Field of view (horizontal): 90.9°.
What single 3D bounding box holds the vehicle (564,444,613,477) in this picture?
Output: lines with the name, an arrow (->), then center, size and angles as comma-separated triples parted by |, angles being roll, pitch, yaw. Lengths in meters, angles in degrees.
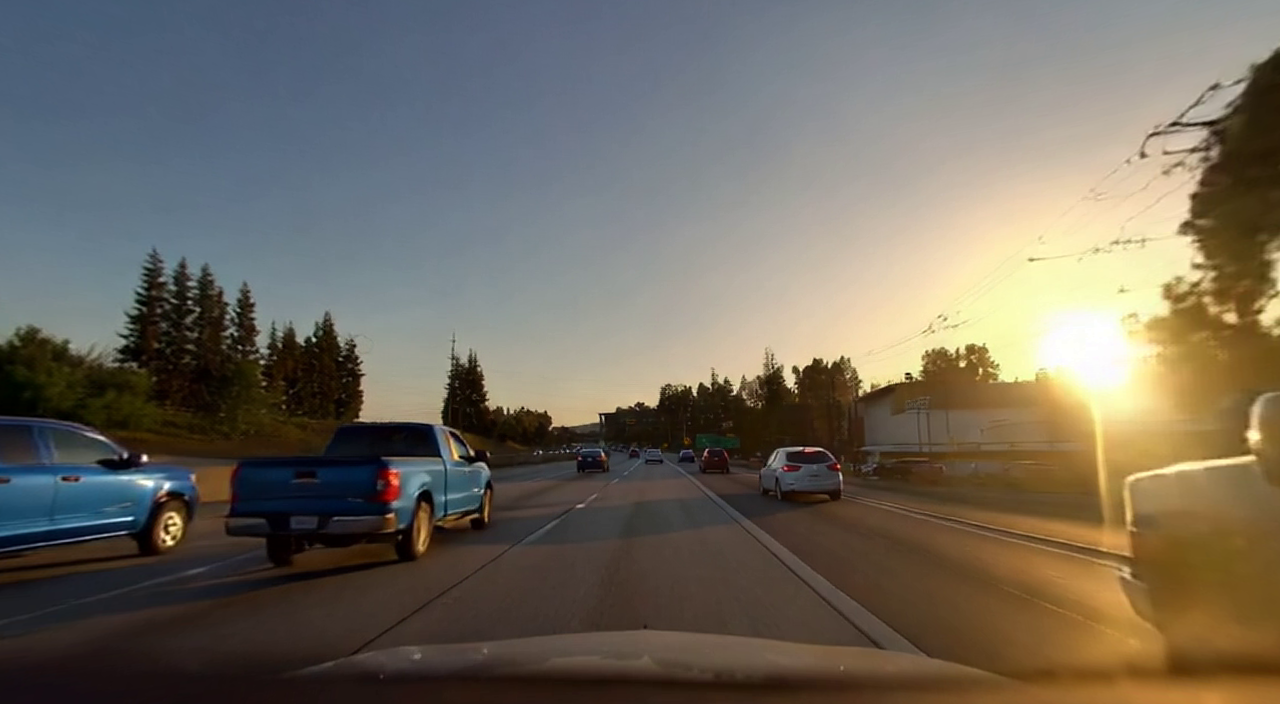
vehicle -> -2.782, 5.988, 35.237 | 2.209, 1.714, 4.576 | 0, -8, 2

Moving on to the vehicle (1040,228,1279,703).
vehicle -> 3.752, 0.296, 0.170 | 3.024, 2.092, 6.797 | 0, -8, 2

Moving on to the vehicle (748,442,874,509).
vehicle -> 4.299, 3.168, 16.733 | 2.111, 1.498, 4.466 | 0, -8, 0

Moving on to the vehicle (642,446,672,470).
vehicle -> 1.218, 7.743, 46.407 | 2.080, 1.682, 4.150 | 0, -8, 1

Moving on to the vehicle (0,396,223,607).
vehicle -> -6.765, 1.329, 5.656 | 2.428, 1.812, 5.131 | 0, -8, 2

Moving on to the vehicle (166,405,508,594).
vehicle -> -3.379, 1.742, 8.362 | 2.146, 1.775, 4.553 | 0, -8, 2

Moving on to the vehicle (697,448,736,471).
vehicle -> 5.135, 7.283, 42.876 | 2.072, 1.456, 4.537 | 0, -8, 1
